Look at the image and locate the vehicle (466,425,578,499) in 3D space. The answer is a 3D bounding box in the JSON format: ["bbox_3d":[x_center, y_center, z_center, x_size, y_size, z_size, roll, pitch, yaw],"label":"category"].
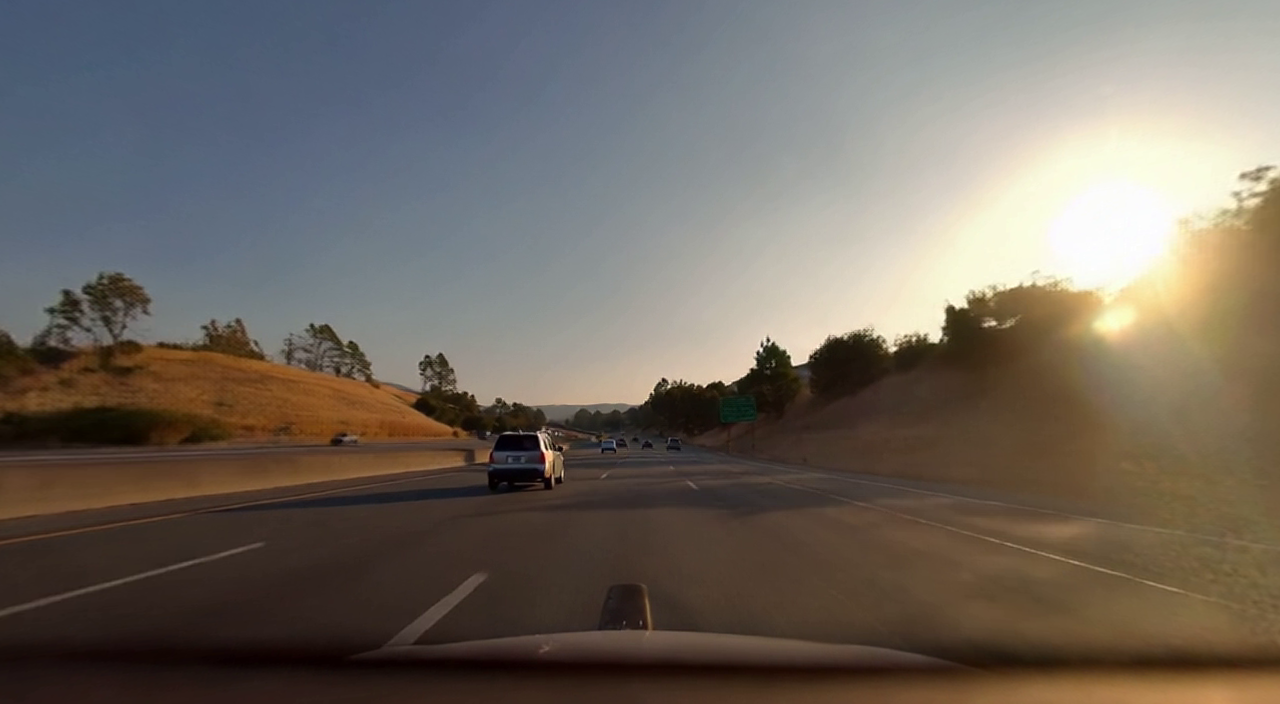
[{"bbox_3d":[-3.208,3.135,18.336,2.218,1.848,4.789,0,-9,1],"label":"vehicle"}]
